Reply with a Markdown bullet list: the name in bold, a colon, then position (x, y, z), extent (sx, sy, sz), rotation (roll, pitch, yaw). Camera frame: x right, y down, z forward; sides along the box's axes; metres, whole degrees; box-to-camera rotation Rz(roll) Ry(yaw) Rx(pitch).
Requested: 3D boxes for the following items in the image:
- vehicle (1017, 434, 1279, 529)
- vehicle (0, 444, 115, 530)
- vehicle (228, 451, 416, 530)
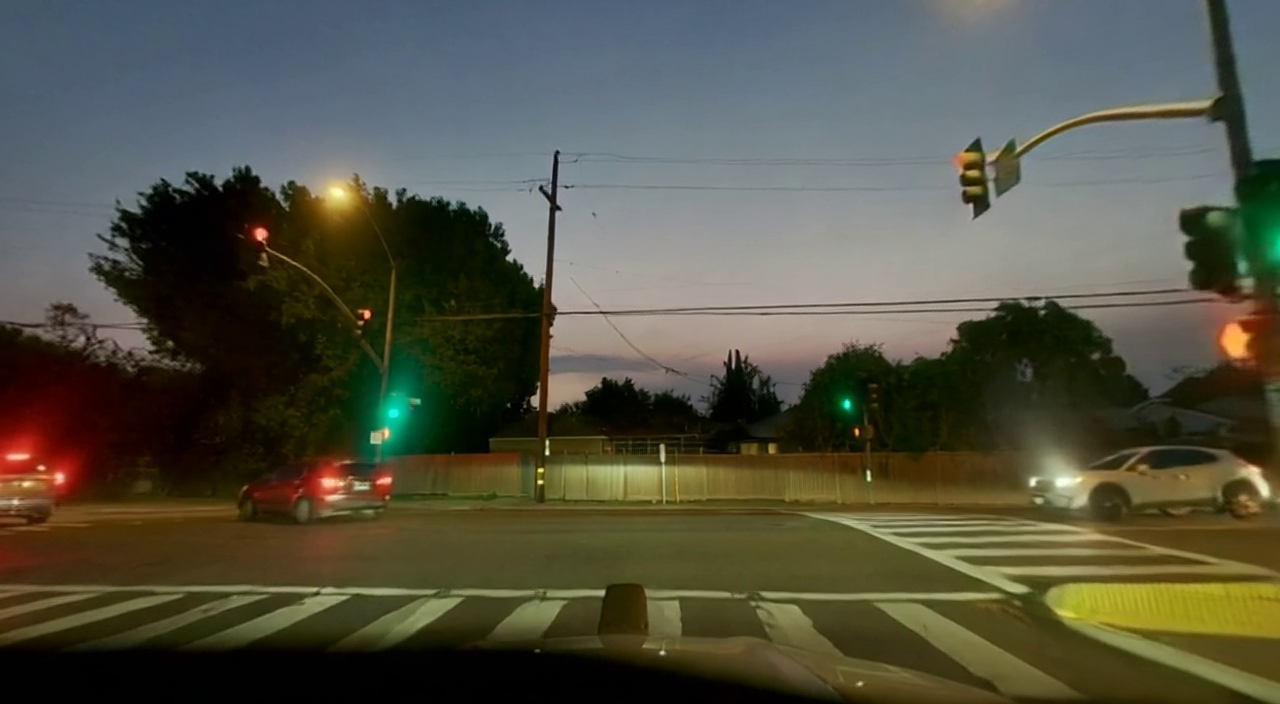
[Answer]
- **vehicle**: position (10.703, 2.567, 12.842), extent (4.600, 1.722, 2.074), rotation (-1, -9, 7)
- **vehicle**: position (-14.202, 2.802, 13.466), extent (4.485, 1.625, 1.980), rotation (-1, -9, 9)
- **vehicle**: position (-7.464, 3.081, 14.650), extent (4.512, 1.506, 2.078), rotation (-7, -11, 38)
